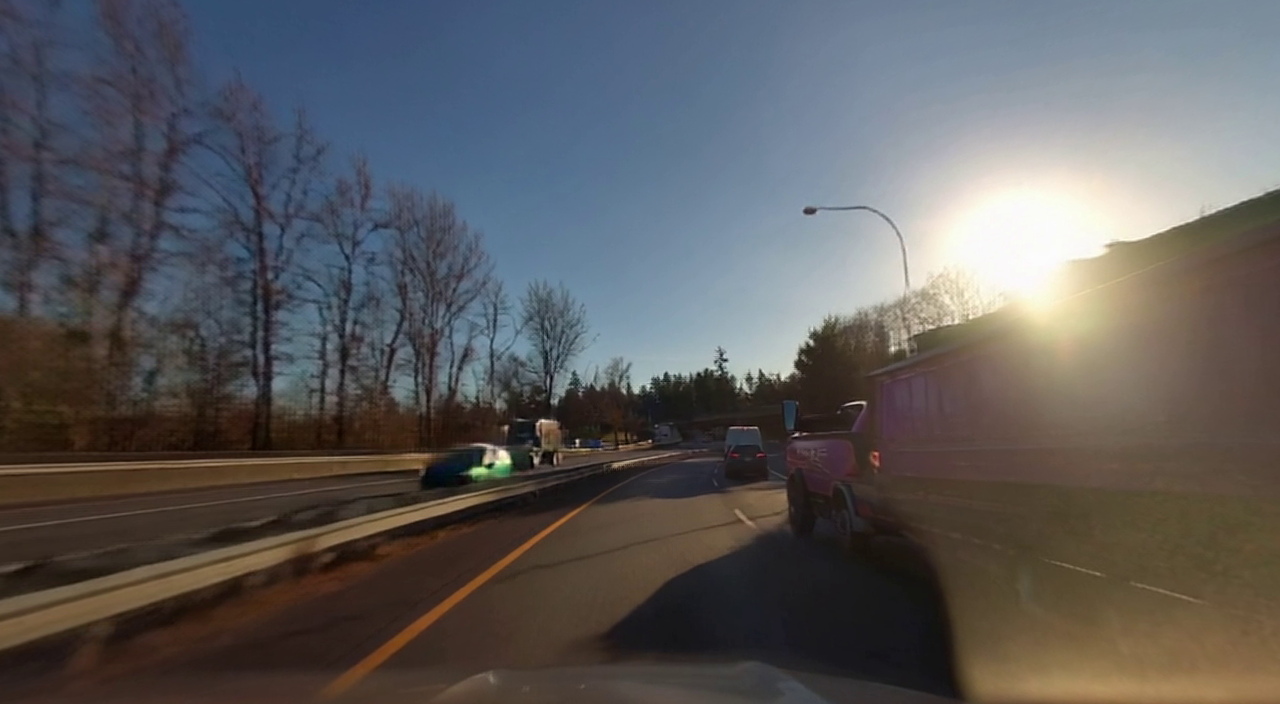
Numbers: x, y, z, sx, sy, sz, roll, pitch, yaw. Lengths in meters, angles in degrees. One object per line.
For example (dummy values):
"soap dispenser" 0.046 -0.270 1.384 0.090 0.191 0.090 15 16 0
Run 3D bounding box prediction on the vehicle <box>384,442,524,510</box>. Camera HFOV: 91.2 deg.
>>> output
"vehicle" -4.708 3.206 16.677 2.054 1.525 4.441 -1 -9 5

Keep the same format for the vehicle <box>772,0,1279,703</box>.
"vehicle" 3.926 0.649 4.622 2.916 3.563 14.462 0 -9 1

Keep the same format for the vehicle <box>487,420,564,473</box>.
"vehicle" -6.453 5.510 36.387 2.492 2.808 5.904 -2 -9 10
